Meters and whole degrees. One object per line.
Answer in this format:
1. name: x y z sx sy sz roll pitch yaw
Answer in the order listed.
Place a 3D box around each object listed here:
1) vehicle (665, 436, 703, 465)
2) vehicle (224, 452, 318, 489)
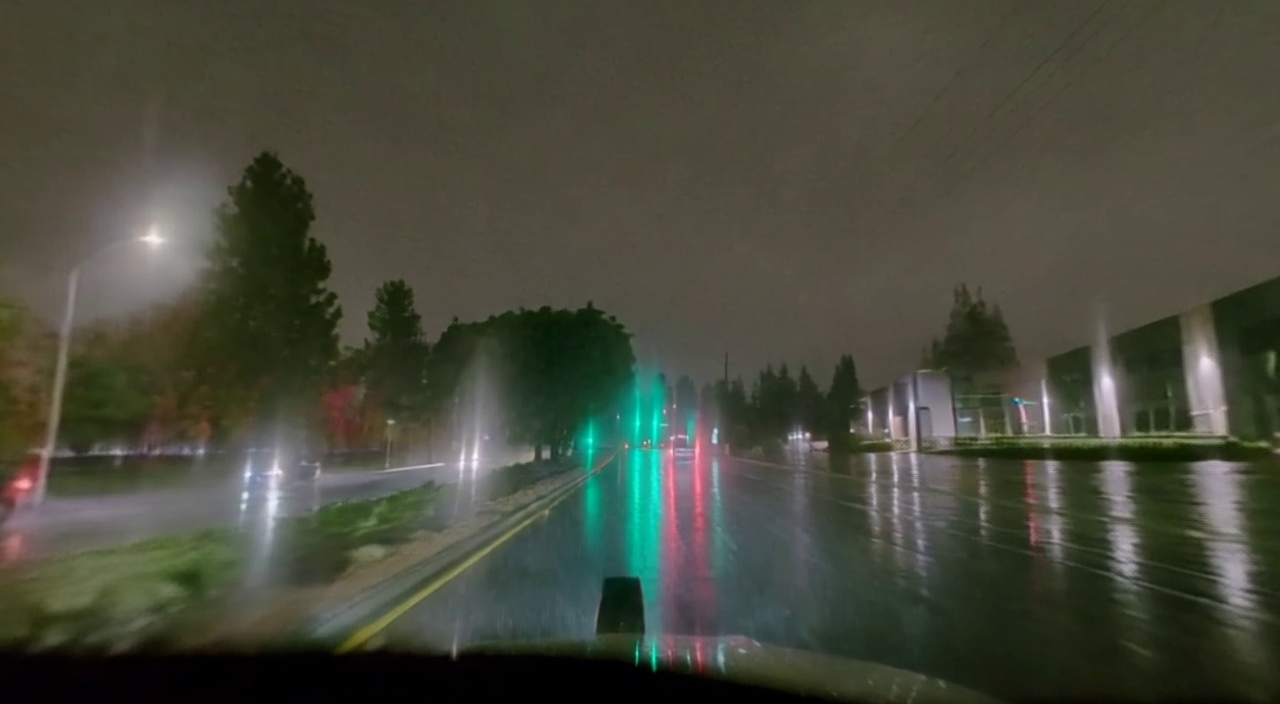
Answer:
1. vehicle: 2.933 6.713 43.210 2.085 1.828 5.383 0 -8 -1
2. vehicle: -16.781 5.382 28.966 1.857 1.519 3.969 0 -8 1
